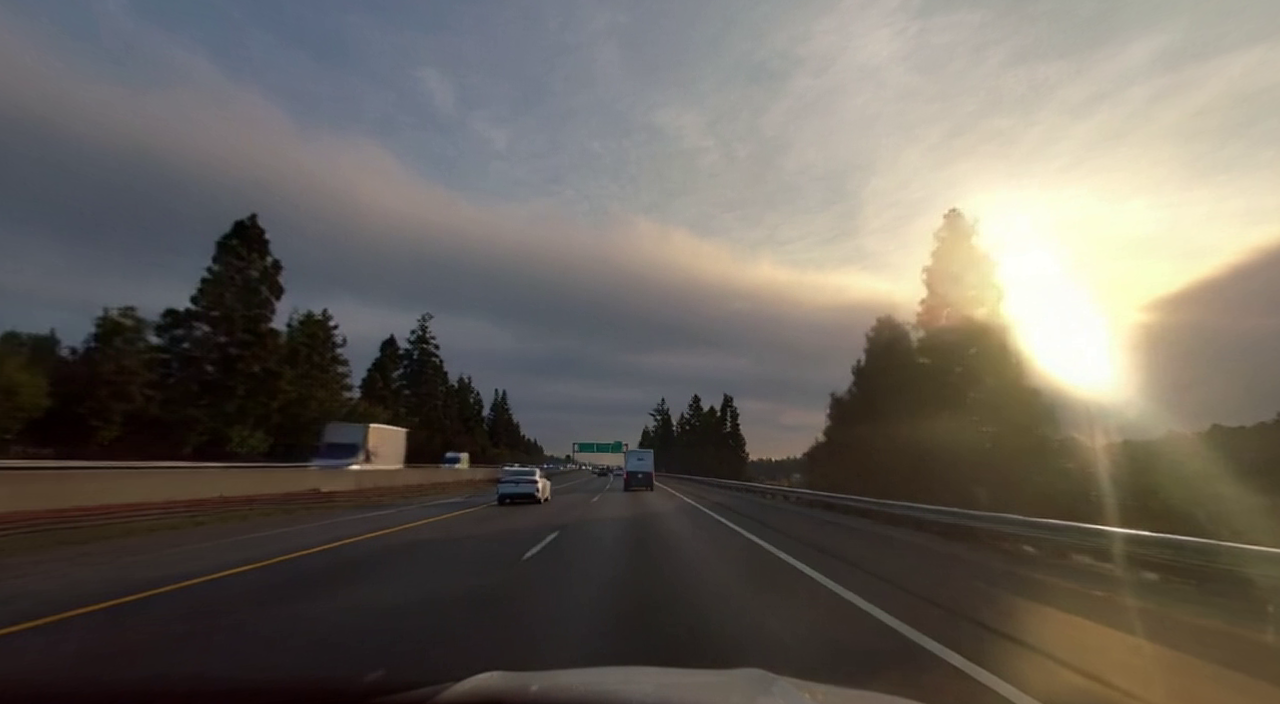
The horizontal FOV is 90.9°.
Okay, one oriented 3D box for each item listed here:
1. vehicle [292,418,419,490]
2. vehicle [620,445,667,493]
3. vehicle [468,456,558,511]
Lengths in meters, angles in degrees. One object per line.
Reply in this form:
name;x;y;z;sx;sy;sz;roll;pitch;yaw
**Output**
vehicle;-12.861;4.810;29.346;2.627;2.899;7.080;1;-11;-1
vehicle;0.106;6.826;36.712;2.482;2.549;5.447;1;-11;-2
vehicle;-4.046;4.280;20.726;2.100;1.605;3.883;1;-11;0
